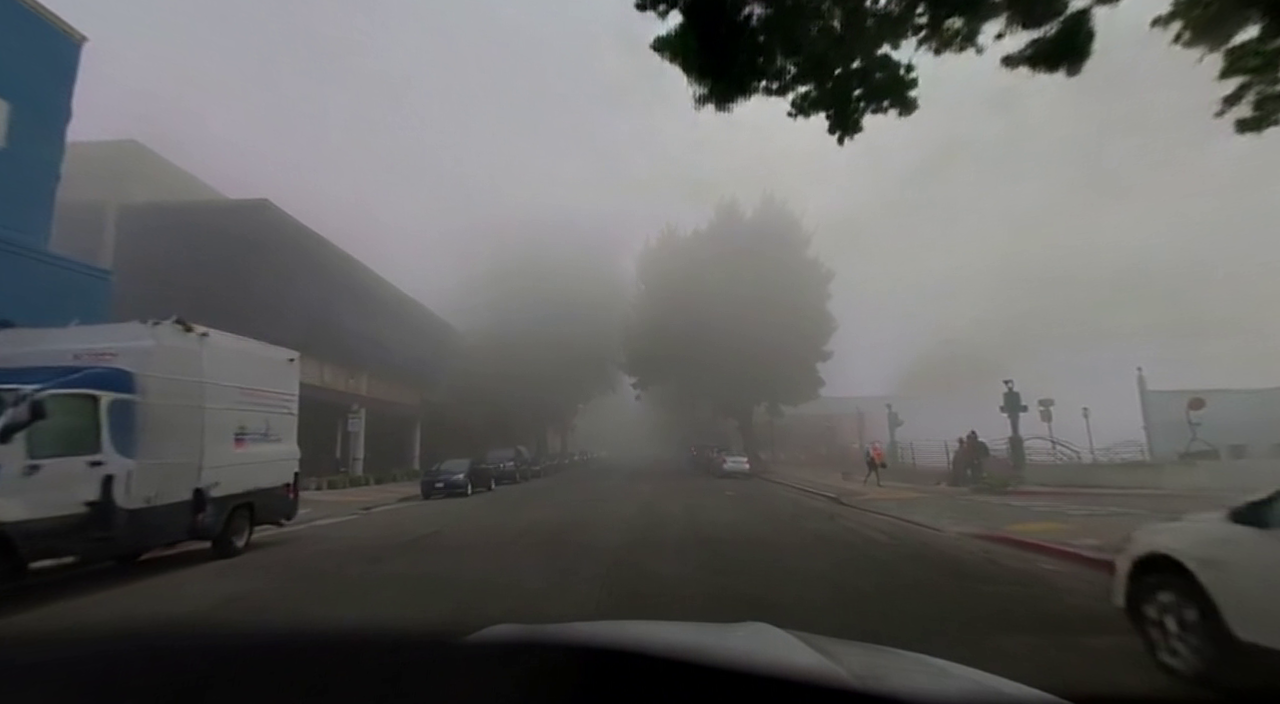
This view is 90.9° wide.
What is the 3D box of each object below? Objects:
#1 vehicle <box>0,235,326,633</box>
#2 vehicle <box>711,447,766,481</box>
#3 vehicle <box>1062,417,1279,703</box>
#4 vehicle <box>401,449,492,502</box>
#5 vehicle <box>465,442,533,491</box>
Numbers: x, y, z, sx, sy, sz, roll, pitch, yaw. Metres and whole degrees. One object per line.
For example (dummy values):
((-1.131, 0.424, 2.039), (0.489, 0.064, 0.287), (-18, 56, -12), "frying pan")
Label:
((-6.818, 0.958, 7.413), (2.851, 3.375, 6.057), (0, -7, 2), "vehicle")
((4.834, 5.531, 31.522), (1.973, 1.494, 4.867), (-1, -8, 0), "vehicle")
((4.075, 0.949, 2.238), (2.091, 1.501, 4.245), (0, -8, -2), "vehicle")
((-6.611, 4.225, 22.079), (1.917, 1.487, 4.659), (-2, -8, -3), "vehicle")
((-6.409, 5.191, 29.139), (2.238, 1.891, 4.780), (-1, -7, -2), "vehicle")
